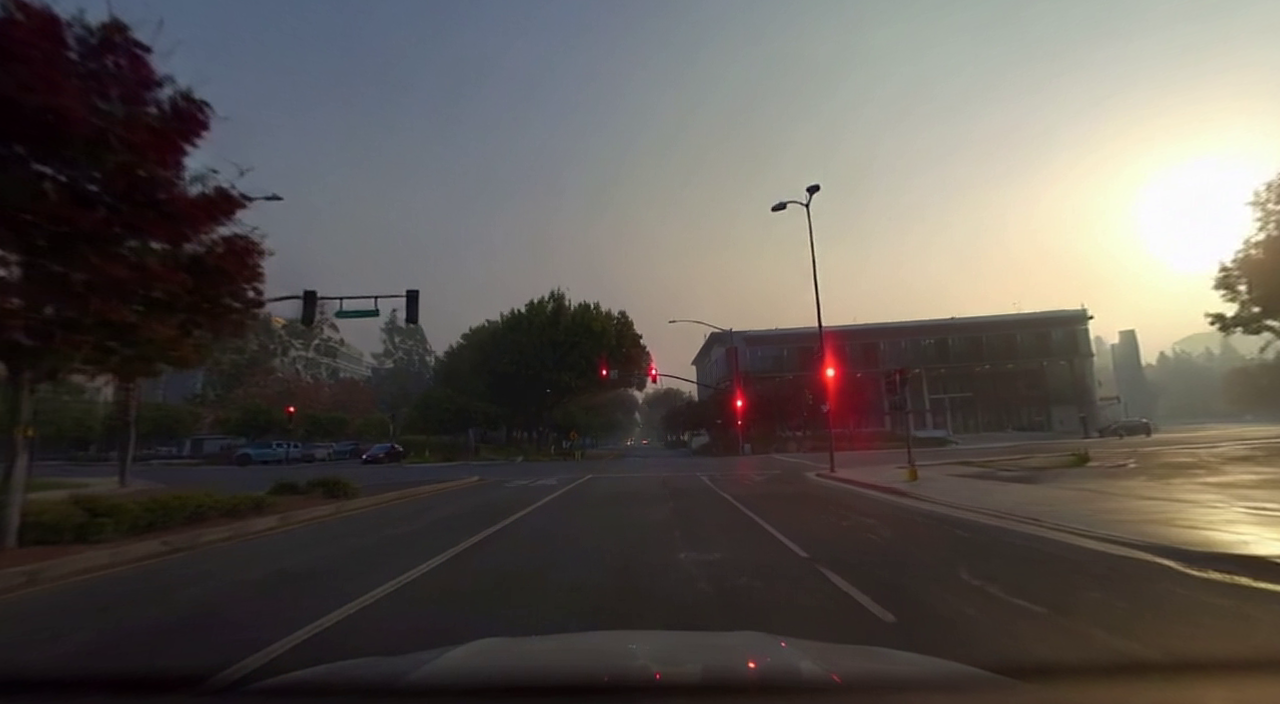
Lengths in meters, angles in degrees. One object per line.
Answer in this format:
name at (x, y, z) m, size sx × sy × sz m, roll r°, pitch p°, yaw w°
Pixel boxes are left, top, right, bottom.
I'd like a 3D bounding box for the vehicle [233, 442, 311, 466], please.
vehicle at (-27.913, 7.745, 47.900) m, size 4.603 × 1.666 × 1.972 m, roll 0°, pitch -8°, yaw -4°
